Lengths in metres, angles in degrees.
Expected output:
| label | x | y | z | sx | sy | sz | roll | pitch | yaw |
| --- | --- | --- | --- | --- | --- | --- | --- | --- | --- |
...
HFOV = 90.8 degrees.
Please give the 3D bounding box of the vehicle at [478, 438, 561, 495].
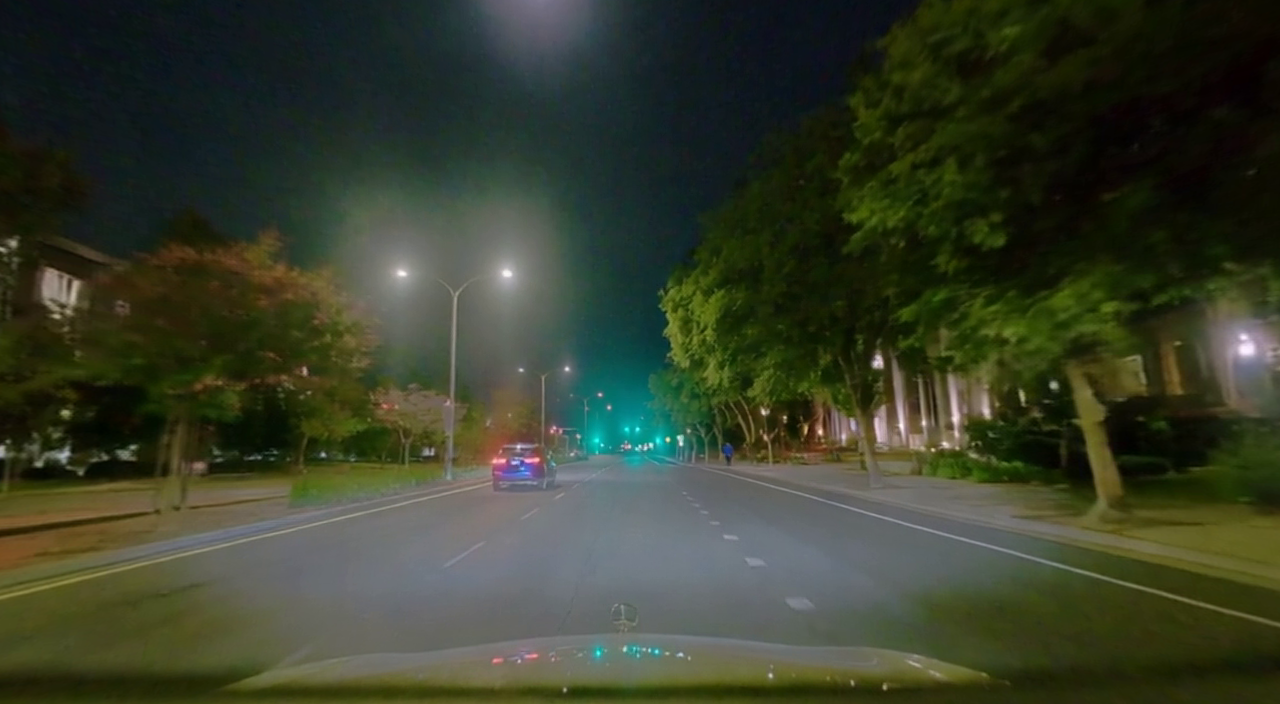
| label | x | y | z | sx | sy | sz | roll | pitch | yaw |
| --- | --- | --- | --- | --- | --- | --- | --- | --- | --- |
| vehicle | -4.014 | 3.880 | 21.841 | 1.993 | 1.733 | 4.262 | -1 | -9 | 1 |
